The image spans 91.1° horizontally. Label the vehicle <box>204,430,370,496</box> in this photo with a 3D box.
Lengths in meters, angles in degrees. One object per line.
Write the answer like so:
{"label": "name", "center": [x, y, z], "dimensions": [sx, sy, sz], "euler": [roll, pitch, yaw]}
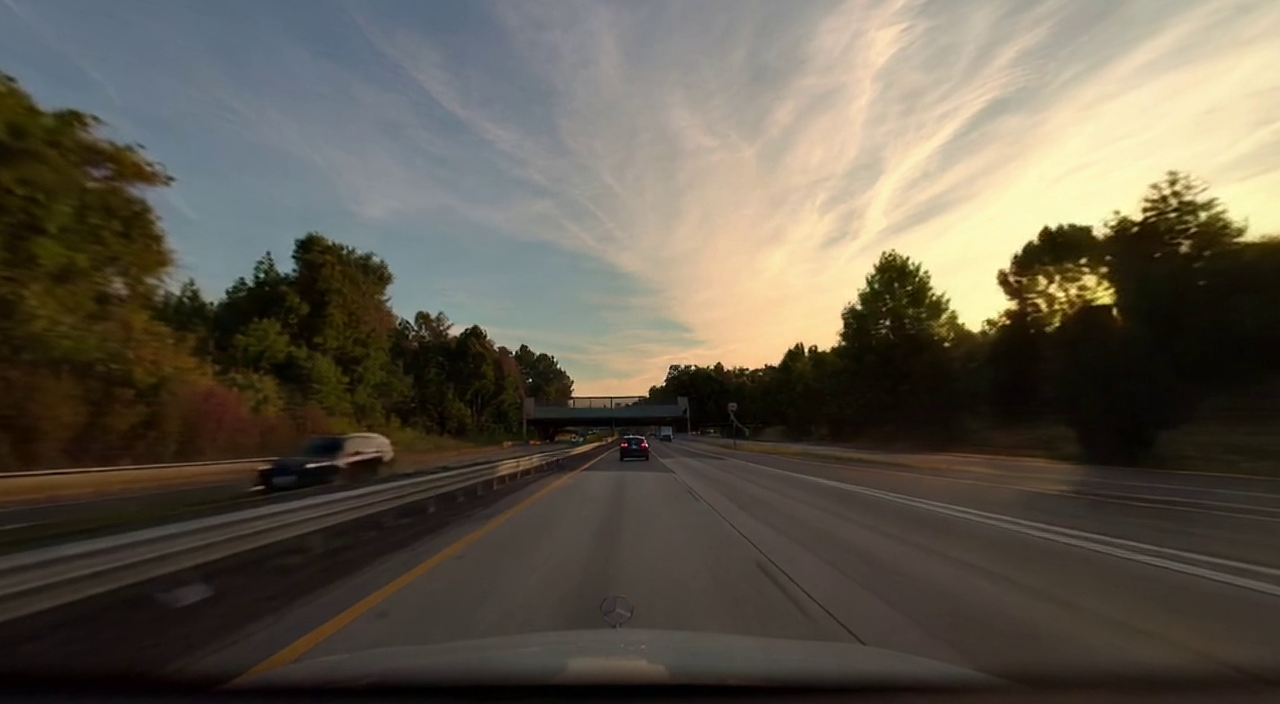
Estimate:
{"label": "vehicle", "center": [-9.286, 2.915, 17.082], "dimensions": [1.963, 1.528, 4.497], "euler": [0, -8, -1]}

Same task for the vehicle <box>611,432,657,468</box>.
{"label": "vehicle", "center": [-0.296, 4.347, 28.118], "dimensions": [1.897, 1.479, 3.724], "euler": [0, -8, -2]}
